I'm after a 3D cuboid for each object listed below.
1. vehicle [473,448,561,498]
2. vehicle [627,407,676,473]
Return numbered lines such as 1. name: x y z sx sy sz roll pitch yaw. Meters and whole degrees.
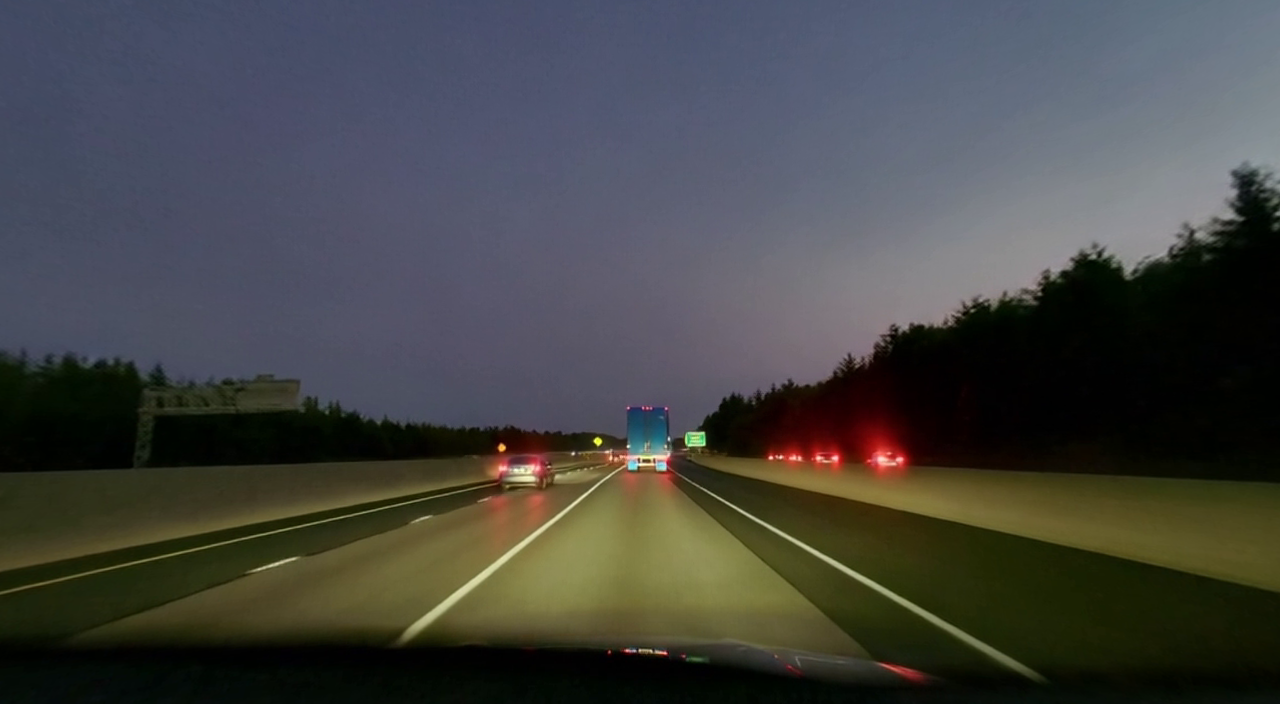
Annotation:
1. vehicle: -3.883 3.882 20.695 1.931 1.466 4.458 0 -9 1
2. vehicle: 0.751 6.265 44.392 3.022 4.072 10.318 0 -9 1
